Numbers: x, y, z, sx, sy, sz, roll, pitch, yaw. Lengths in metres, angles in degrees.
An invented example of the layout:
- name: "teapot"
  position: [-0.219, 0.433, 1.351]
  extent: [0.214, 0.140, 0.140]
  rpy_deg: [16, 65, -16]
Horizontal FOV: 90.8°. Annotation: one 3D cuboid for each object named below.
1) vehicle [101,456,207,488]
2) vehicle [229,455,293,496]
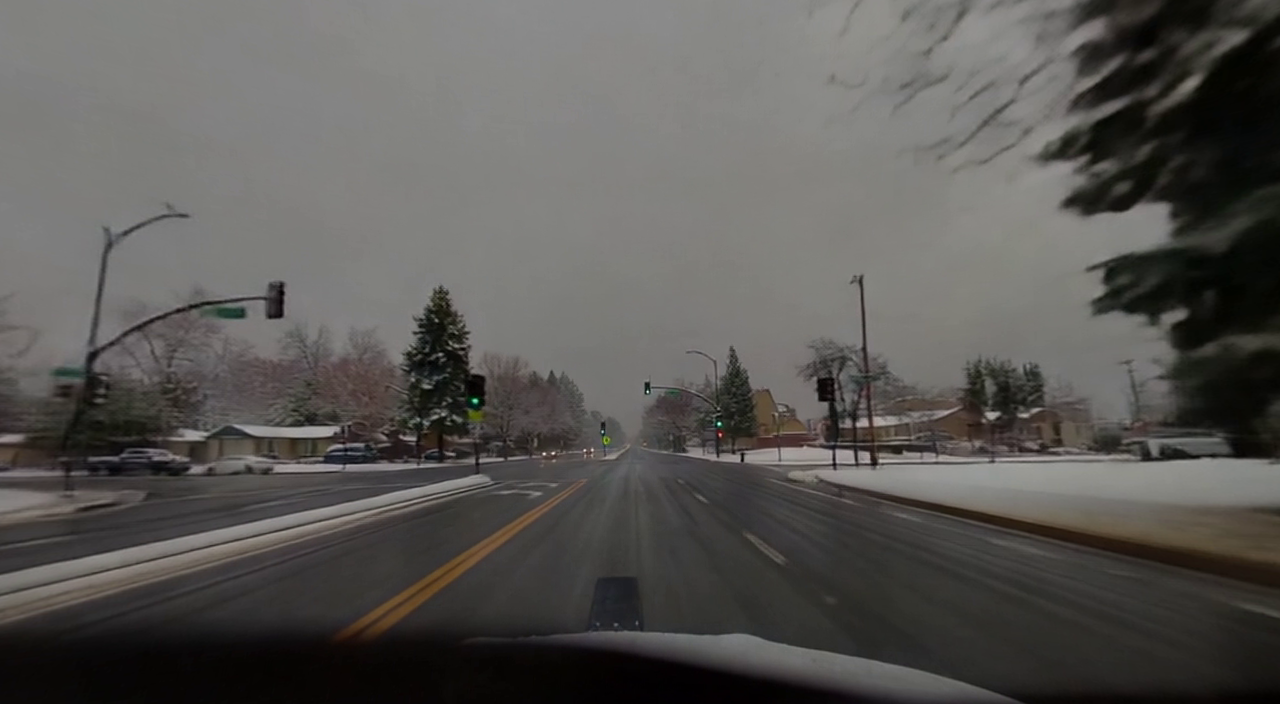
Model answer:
- name: "vehicle"
  position: [-27.589, 6.798, 35.921]
  extent: [4.676, 1.704, 2.031]
  rpy_deg: [-2, -9, 10]
- name: "vehicle"
  position: [-16.084, 5.225, 27.043]
  extent: [2.018, 1.500, 4.433]
  rpy_deg: [4, -10, -27]
